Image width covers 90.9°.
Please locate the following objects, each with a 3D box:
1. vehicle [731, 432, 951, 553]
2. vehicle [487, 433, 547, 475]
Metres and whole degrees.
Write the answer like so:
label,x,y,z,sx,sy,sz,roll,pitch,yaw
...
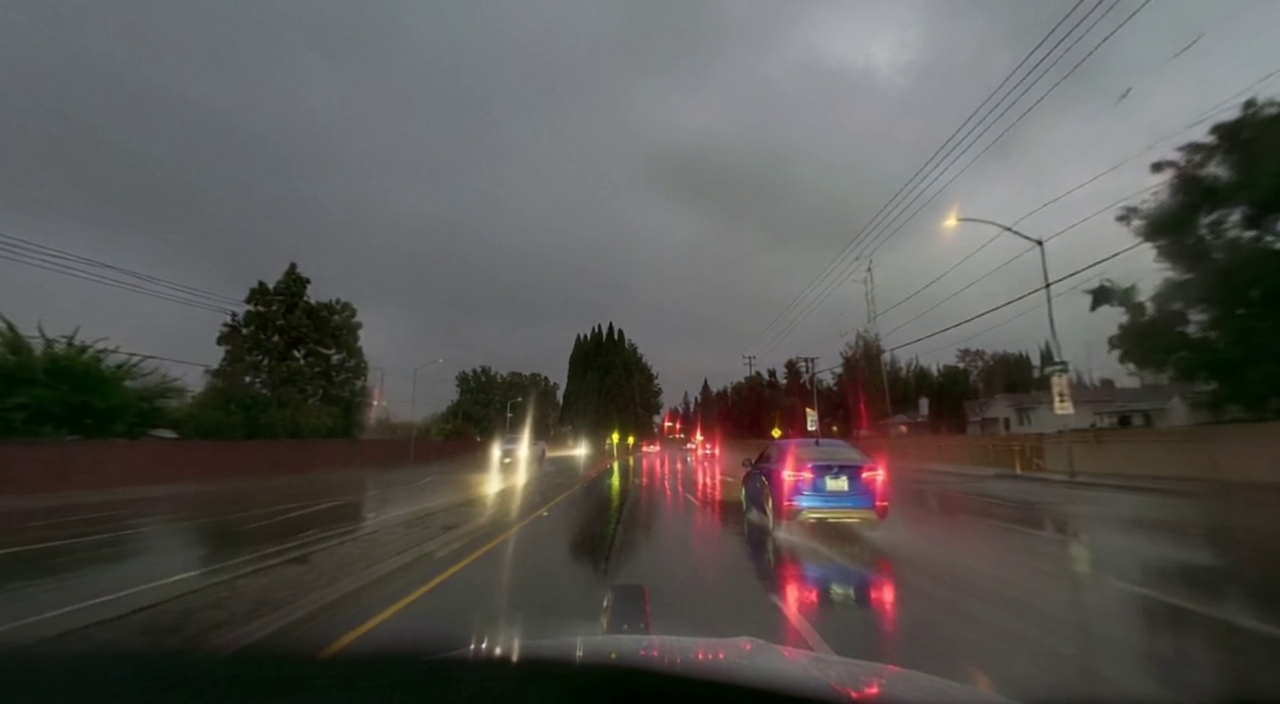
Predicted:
label,x,y,z,sx,sy,sz,roll,pitch,yaw
vehicle,2.802,2.045,9.970,2.063,1.481,4.247,0,-8,0
vehicle,-5.901,4.935,30.702,1.983,1.882,4.281,0,-8,1
